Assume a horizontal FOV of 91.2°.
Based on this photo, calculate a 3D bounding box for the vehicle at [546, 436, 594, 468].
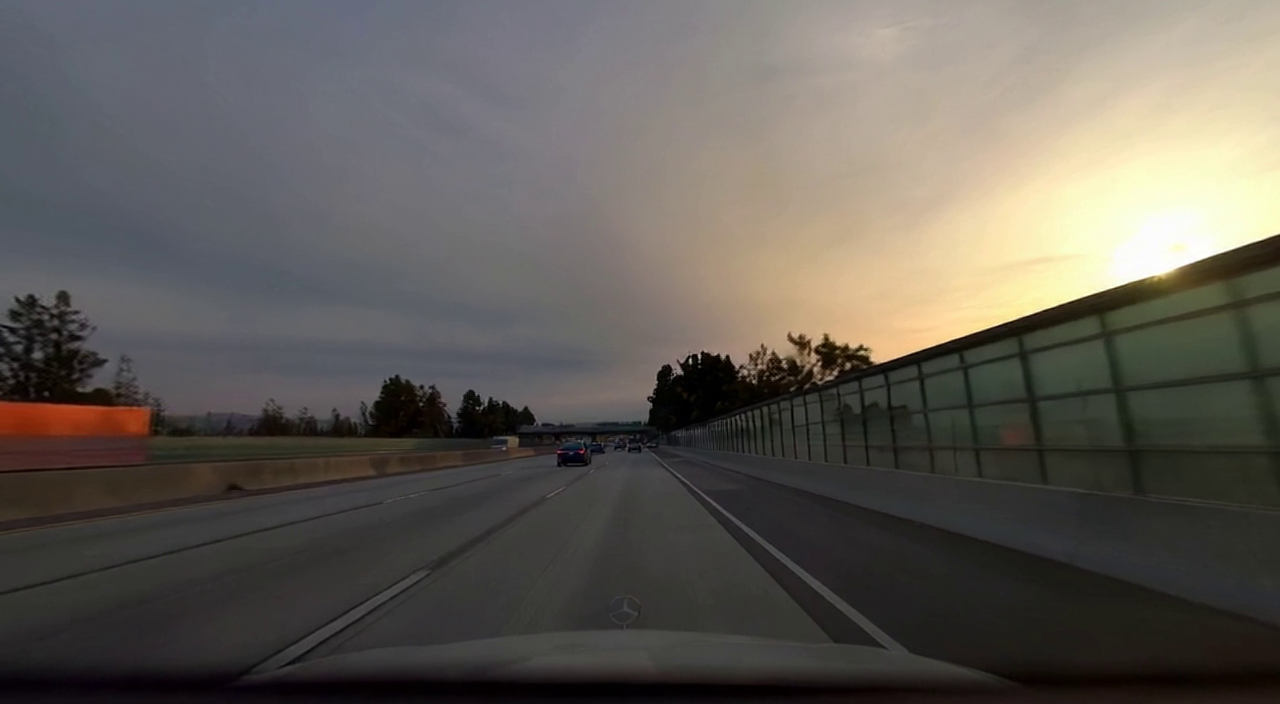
[{"bbox_3d":[-3.614,5.286,33.250,2.059,1.541,4.296,0,-8,-1],"label":"vehicle"}]
